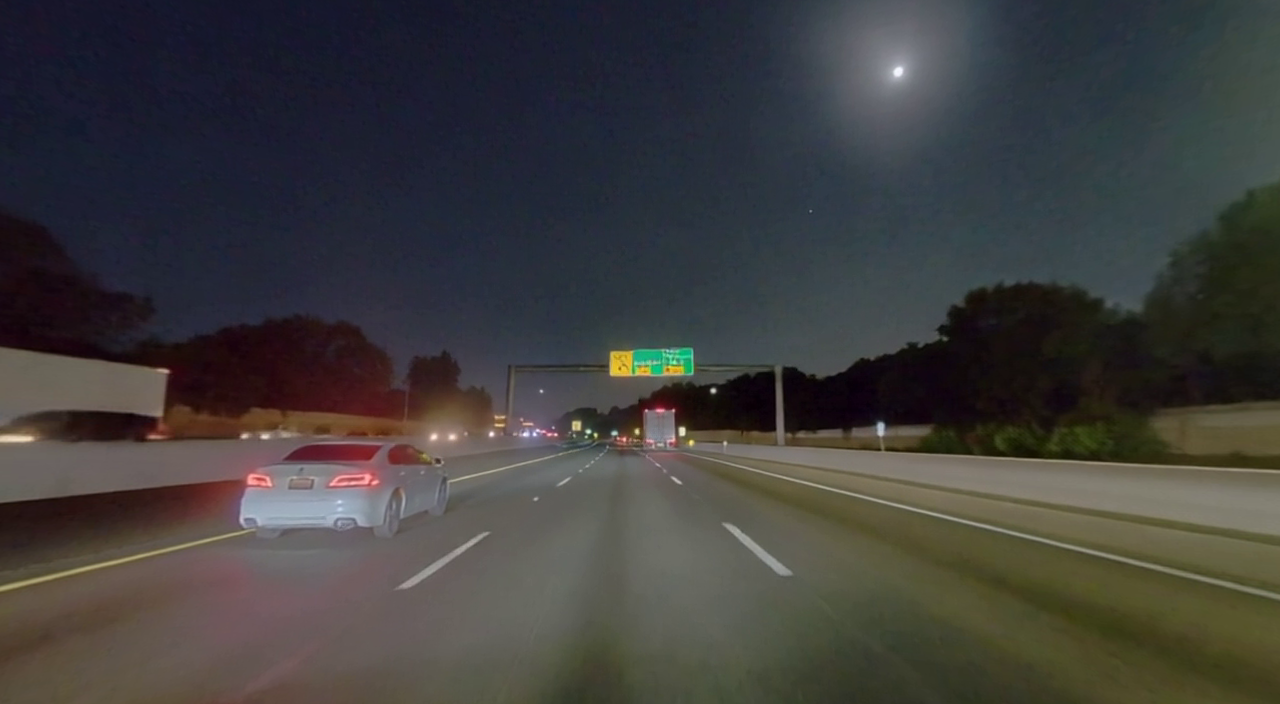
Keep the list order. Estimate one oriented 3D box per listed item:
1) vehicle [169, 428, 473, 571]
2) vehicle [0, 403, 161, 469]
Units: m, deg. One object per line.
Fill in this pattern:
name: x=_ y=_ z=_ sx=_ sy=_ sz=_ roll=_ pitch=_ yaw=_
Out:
vehicle: x=-3.885 y=1.825 z=8.757 sx=1.971 sy=1.444 sz=4.401 roll=0 pitch=-8 yaw=-1
vehicle: x=-16.229 y=2.370 z=17.606 sx=2.198 sy=1.601 sz=4.448 roll=0 pitch=-8 yaw=-1
